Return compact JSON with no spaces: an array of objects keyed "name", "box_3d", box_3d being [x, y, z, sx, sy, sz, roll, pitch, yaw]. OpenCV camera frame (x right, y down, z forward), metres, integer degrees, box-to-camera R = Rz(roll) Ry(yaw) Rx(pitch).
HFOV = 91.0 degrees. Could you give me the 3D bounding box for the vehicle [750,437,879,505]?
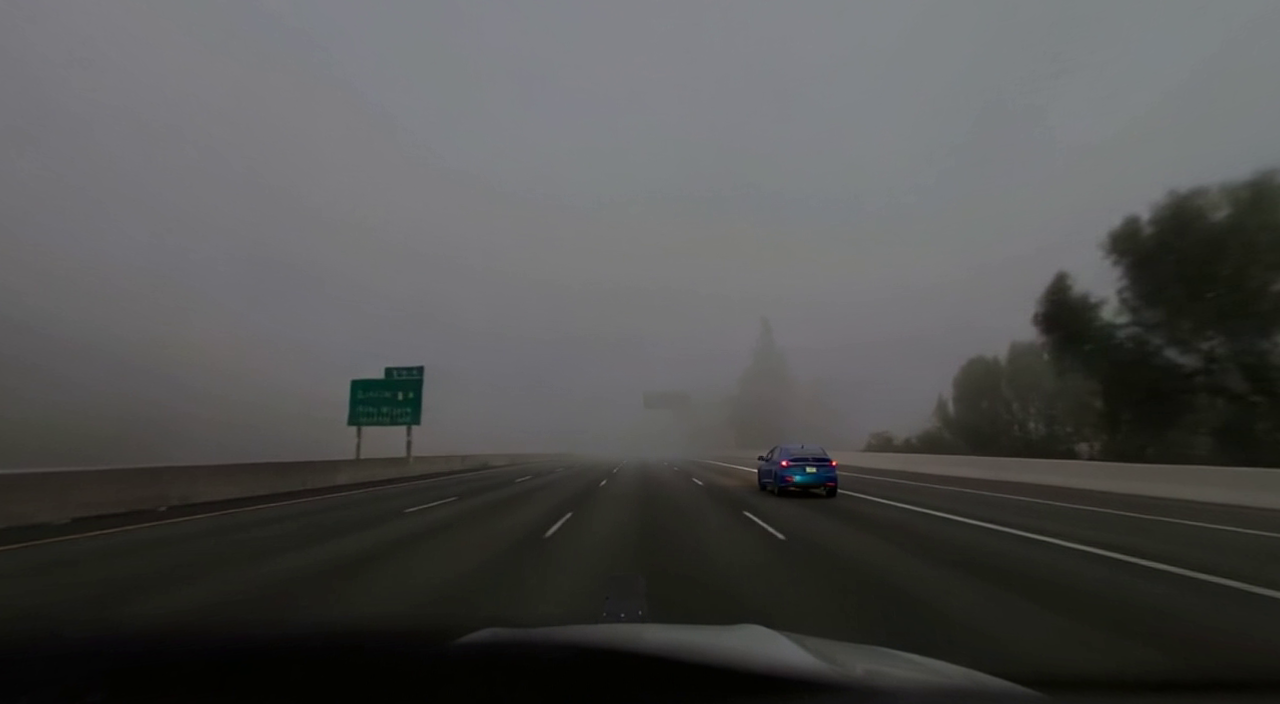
[{"name":"vehicle","box_3d":[4.293,3.011,16.339,2.033,1.501,4.398,0,-9,-1]}]
